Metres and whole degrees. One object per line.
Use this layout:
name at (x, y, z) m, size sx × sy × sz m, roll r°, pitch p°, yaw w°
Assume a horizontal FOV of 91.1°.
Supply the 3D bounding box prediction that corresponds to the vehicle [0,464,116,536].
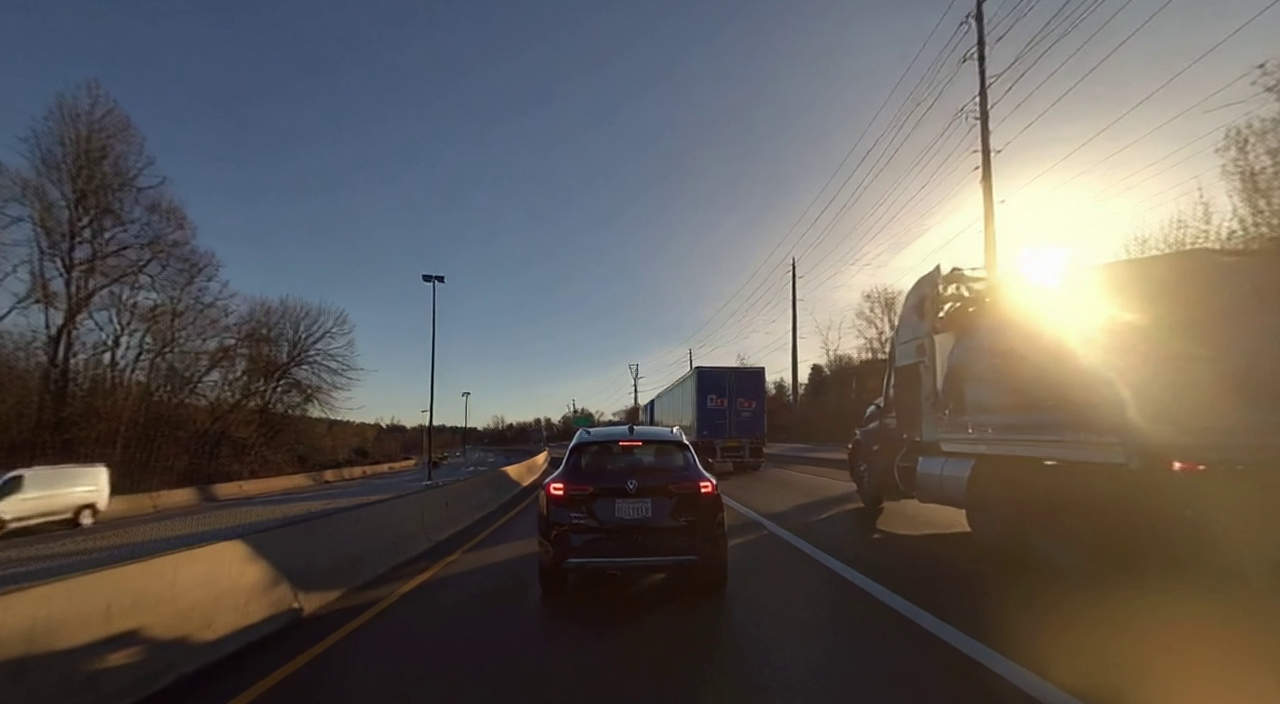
vehicle at (-20.071, 4.728, 20.445) m, size 2.081 × 1.900 × 4.823 m, roll 0°, pitch -8°, yaw -4°

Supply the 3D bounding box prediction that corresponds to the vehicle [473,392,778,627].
vehicle at (-0.138, 1.332, 6.288) m, size 2.062 × 1.581 × 3.914 m, roll 0°, pitch -8°, yaw -1°
